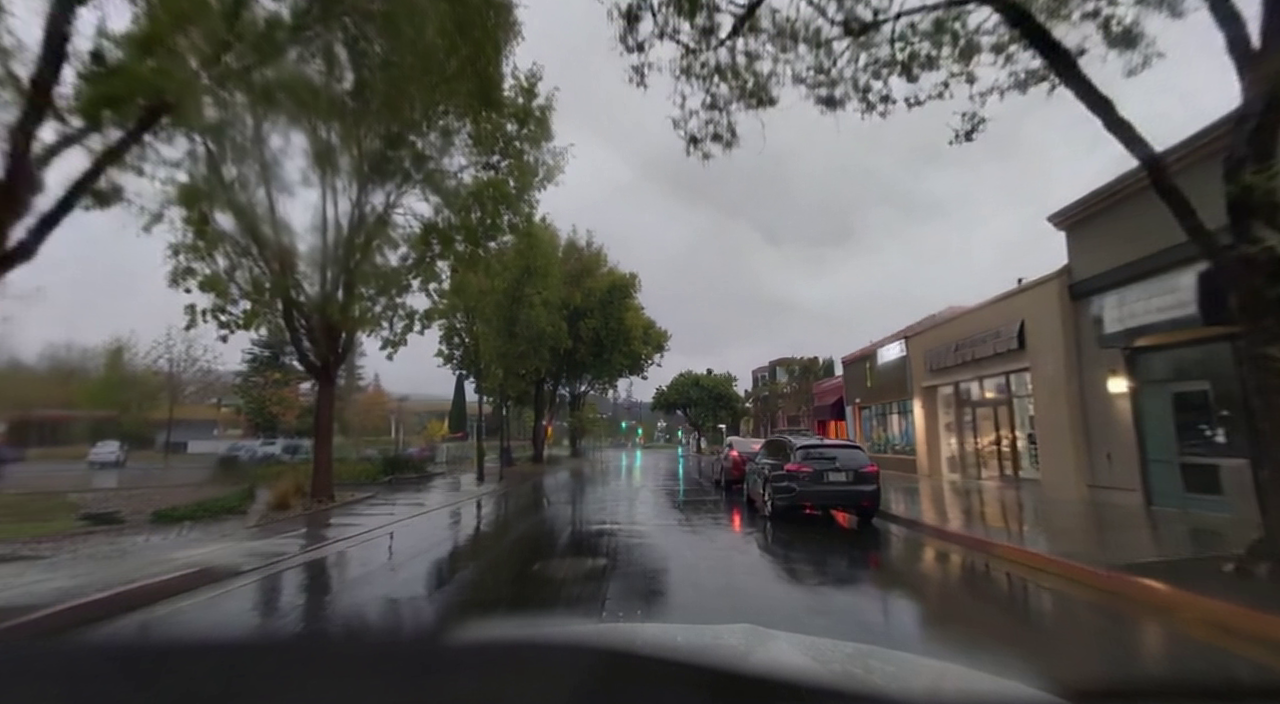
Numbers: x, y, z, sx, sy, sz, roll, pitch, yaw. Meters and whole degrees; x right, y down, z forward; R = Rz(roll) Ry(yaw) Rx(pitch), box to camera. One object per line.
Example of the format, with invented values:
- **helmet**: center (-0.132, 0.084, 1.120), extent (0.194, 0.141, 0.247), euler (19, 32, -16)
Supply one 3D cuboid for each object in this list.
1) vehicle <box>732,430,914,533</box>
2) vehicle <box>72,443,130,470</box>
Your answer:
- **vehicle**: center (3.082, 2.290, 11.831), extent (2.064, 1.532, 4.596), euler (0, -8, 0)
- **vehicle**: center (-36.976, 7.133, 43.286), extent (4.157, 1.687, 2.419), euler (-7, -12, 43)
